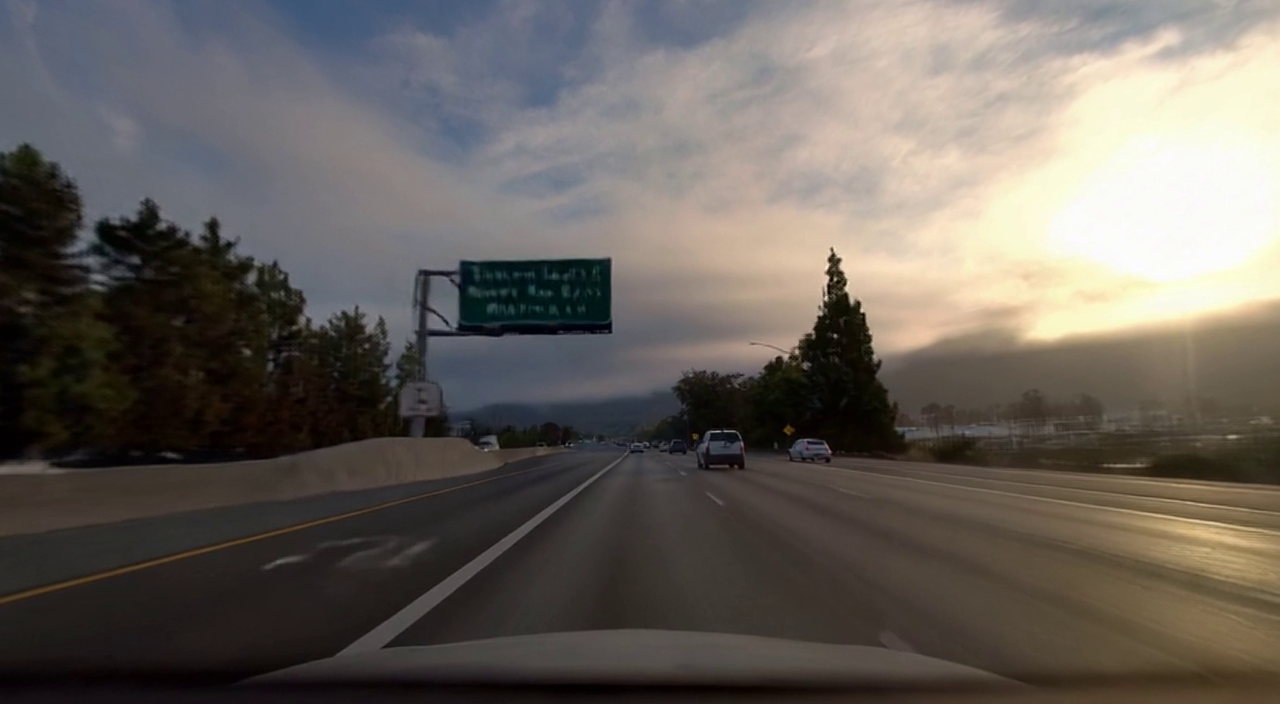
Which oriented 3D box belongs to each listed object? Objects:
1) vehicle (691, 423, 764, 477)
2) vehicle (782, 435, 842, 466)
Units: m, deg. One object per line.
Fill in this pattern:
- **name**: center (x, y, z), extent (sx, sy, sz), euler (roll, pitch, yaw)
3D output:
- **vehicle**: center (3.495, 4.060, 26.376), extent (2.218, 1.964, 5.662), euler (0, -8, 0)
- **vehicle**: center (9.910, 5.714, 36.799), extent (2.045, 1.658, 4.598), euler (0, -8, -2)
